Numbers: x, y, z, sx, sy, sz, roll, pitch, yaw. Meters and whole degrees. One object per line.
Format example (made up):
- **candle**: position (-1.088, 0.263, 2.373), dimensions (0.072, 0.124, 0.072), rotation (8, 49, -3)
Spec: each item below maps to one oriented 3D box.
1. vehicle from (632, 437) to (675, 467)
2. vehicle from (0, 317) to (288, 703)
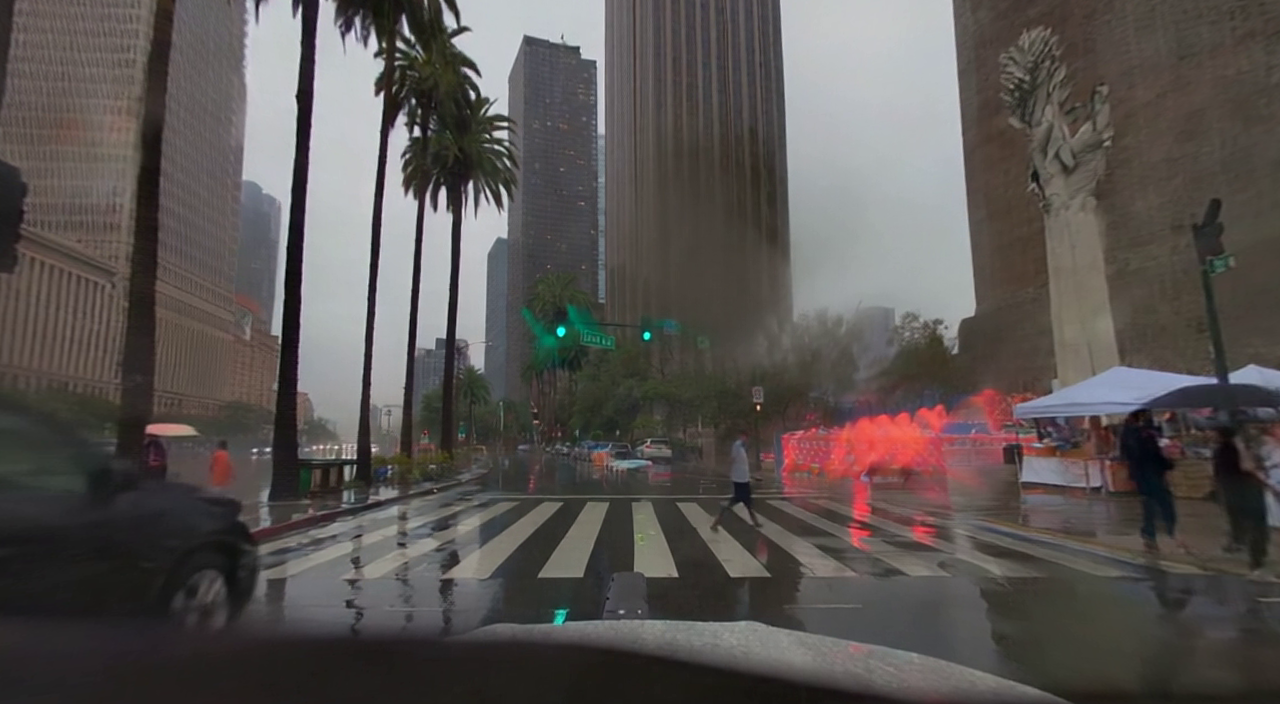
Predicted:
- **vehicle**: position (0.915, 7.348, 46.616), dimensions (2.322, 2.071, 5.366), rotation (1, -9, -9)
- **vehicle**: position (-3.237, 0.632, 1.619), dimensions (1.948, 1.674, 4.668), rotation (0, -8, 0)
